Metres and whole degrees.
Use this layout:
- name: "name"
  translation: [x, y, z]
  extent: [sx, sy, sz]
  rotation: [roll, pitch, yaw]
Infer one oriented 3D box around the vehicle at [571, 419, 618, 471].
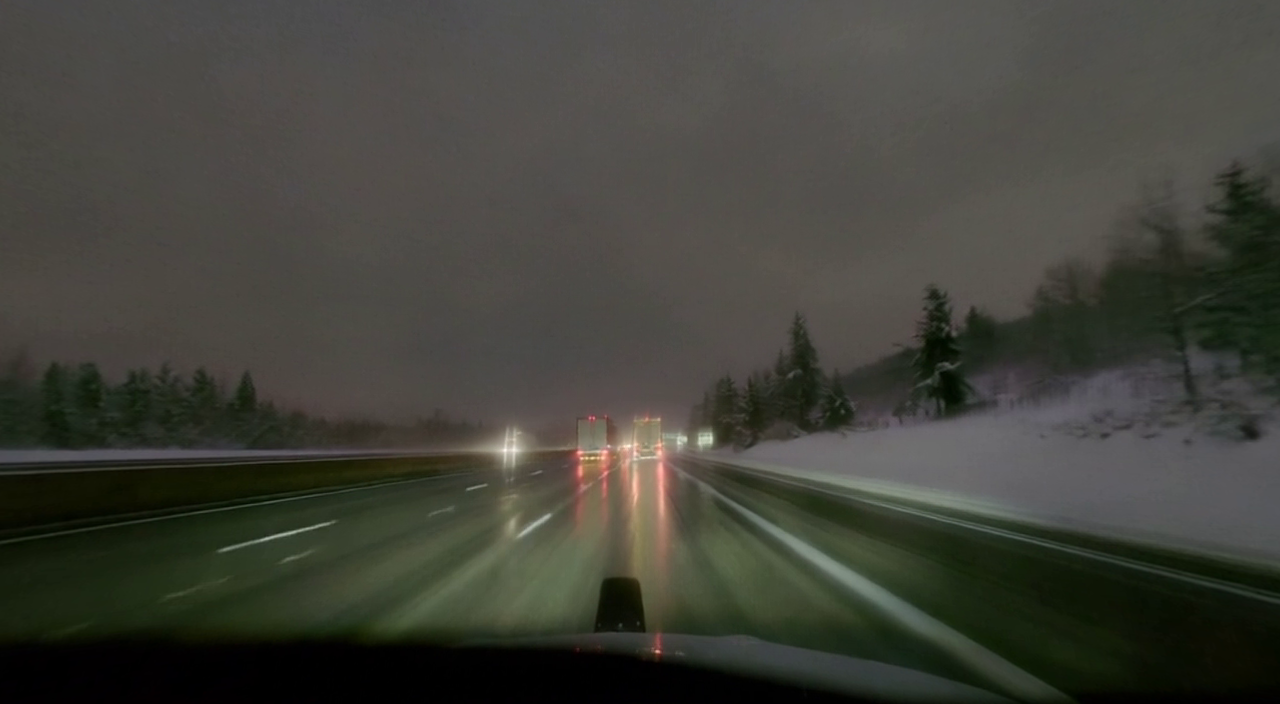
- name: "vehicle"
  translation: [-3.018, 6.482, 43.871]
  extent: [2.696, 3.266, 7.062]
  rotation: [0, -9, 0]
